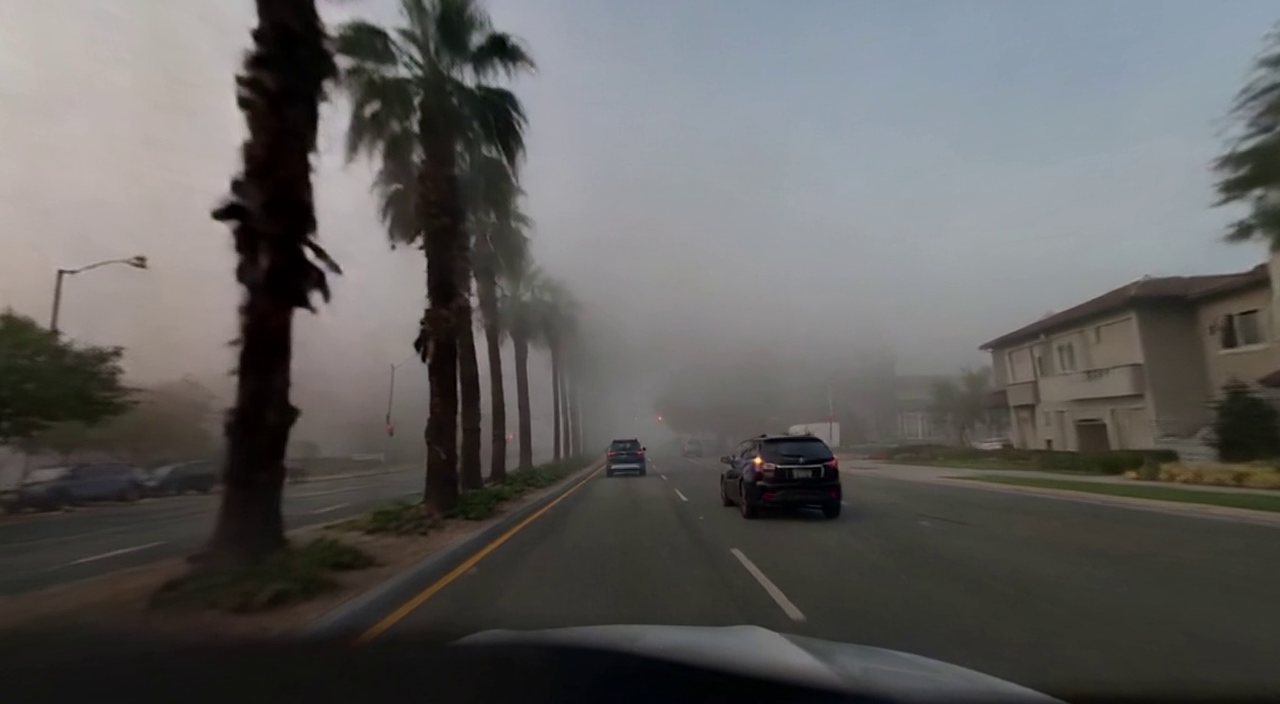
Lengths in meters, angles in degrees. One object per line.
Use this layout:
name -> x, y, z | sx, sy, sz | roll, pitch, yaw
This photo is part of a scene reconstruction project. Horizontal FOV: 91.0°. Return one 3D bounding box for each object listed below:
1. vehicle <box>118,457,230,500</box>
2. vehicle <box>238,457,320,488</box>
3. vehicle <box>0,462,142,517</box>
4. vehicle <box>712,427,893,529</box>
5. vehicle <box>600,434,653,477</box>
vehicle -> -19.707, 5.321, 26.844 | 1.753, 1.600, 4.040 | 0, -9, -2
vehicle -> -19.540, 6.521, 34.302 | 1.847, 1.466, 4.530 | 0, -9, -1
vehicle -> -19.436, 4.507, 21.055 | 1.920, 1.505, 4.351 | 0, -9, 1
vehicle -> 2.849, 2.356, 12.358 | 2.195, 1.590, 4.668 | 0, -9, -1
vehicle -> -0.601, 4.770, 29.143 | 2.277, 1.816, 4.192 | 0, -9, -1
